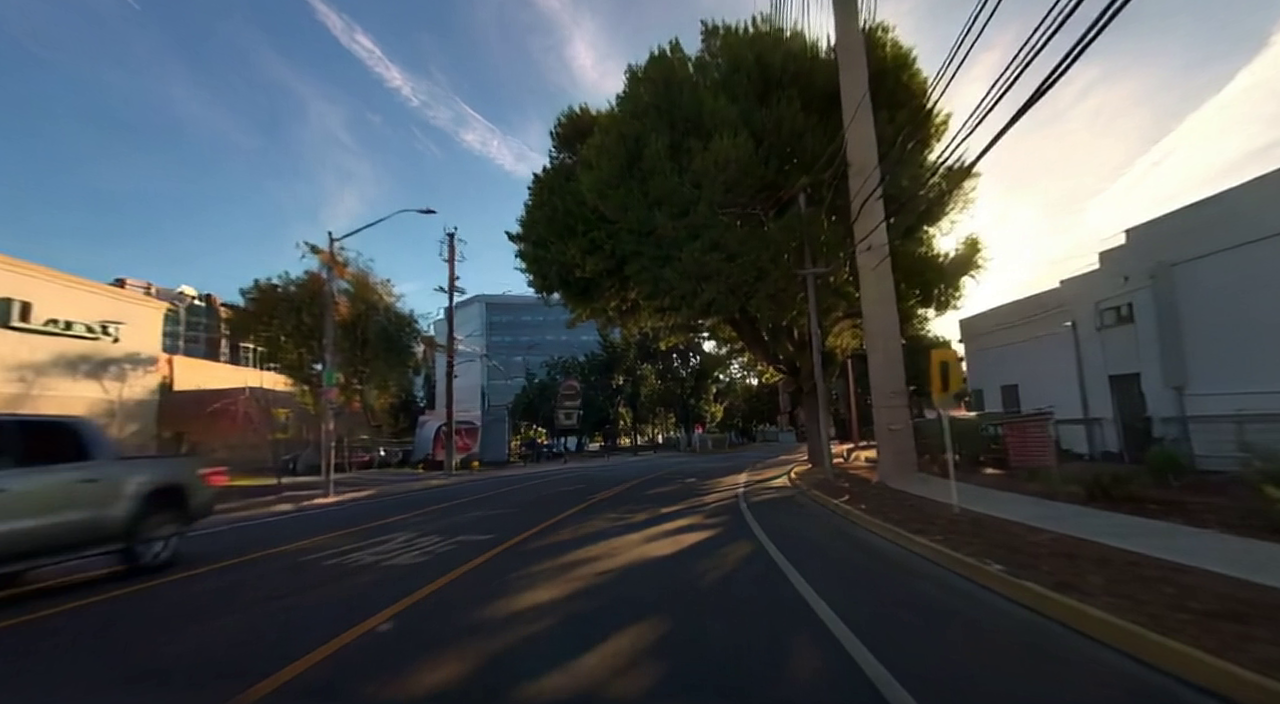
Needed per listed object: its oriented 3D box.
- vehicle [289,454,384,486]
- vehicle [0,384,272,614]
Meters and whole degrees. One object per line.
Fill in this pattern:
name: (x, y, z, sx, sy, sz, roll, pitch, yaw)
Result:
vehicle: (-15.478, 5.986, 32.105, 4.513, 1.450, 2.078, -5, -9, 28)
vehicle: (-6.718, 1.409, 6.363, 2.490, 1.961, 5.553, -1, -8, 2)
